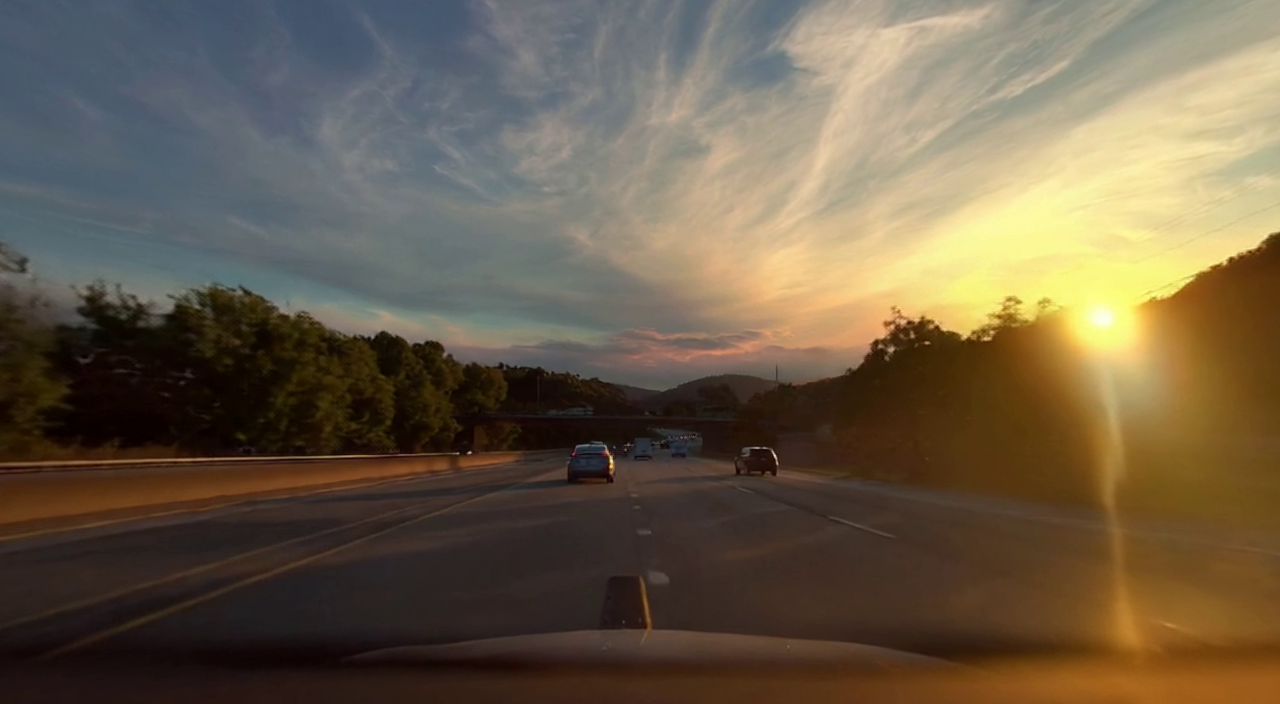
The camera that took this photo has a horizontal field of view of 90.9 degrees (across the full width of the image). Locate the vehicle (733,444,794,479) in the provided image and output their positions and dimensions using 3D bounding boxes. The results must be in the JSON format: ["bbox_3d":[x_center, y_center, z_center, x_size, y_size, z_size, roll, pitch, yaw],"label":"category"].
[{"bbox_3d":[5.552,4.951,28.779,1.926,1.483,3.528,0,-9,-3],"label":"vehicle"}]

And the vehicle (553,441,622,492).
[{"bbox_3d":[-1.605,3.721,20.751,2.053,1.483,4.185,0,-9,-2],"label":"vehicle"}]
